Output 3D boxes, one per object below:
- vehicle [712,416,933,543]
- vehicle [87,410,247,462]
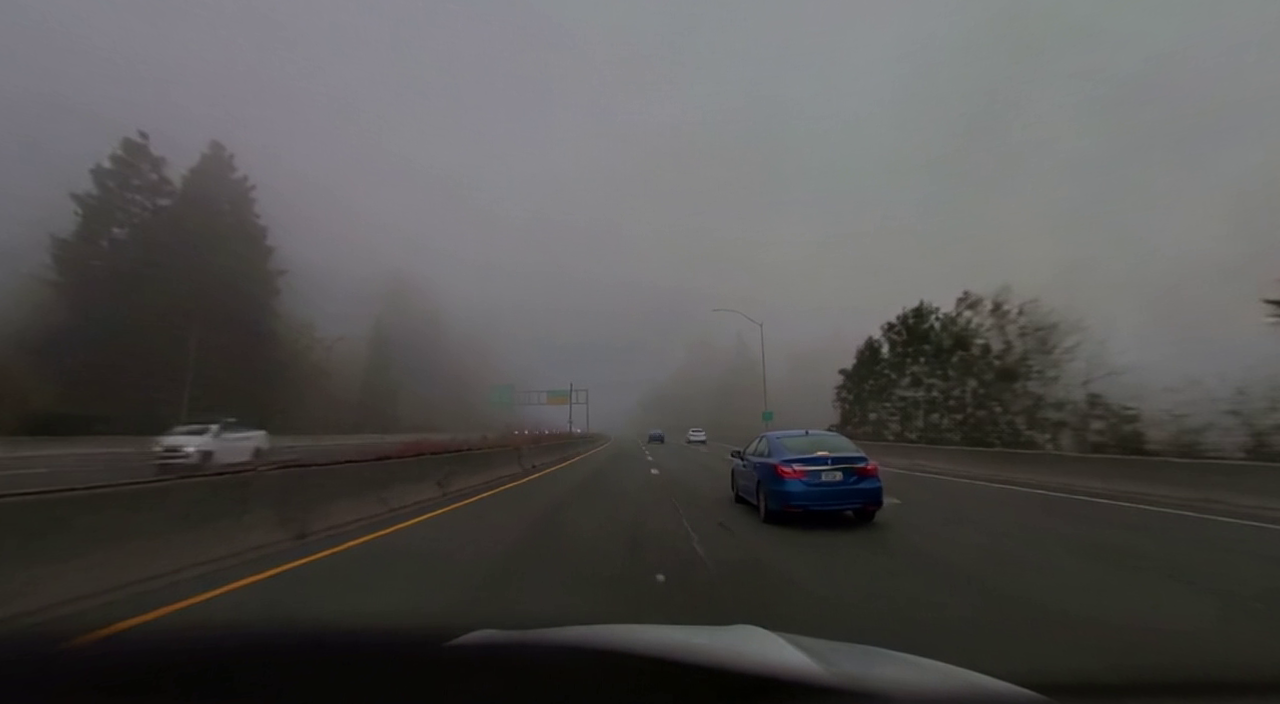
[{"bbox_3d":[2.338,1.742,9.379,1.977,1.443,4.225,0,-8,-1],"label":"vehicle"},{"bbox_3d":[-15.757,2.839,21.353,2.012,1.579,4.363,0,-8,1],"label":"vehicle"}]
